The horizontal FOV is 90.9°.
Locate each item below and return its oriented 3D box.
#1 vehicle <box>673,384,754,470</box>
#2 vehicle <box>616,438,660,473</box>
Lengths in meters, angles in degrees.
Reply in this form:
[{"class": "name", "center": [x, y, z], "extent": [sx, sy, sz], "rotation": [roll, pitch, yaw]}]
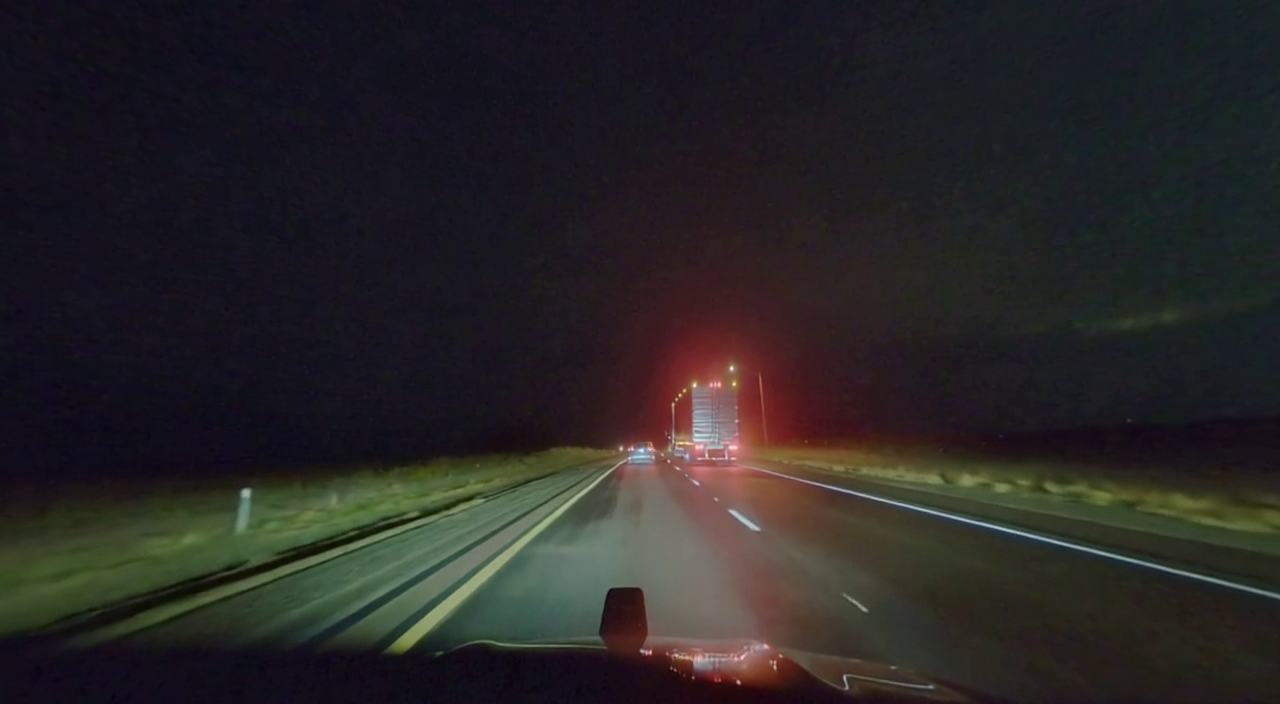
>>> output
[{"class": "vehicle", "center": [3.948, 4.793, 38.513], "extent": [2.929, 4.158, 15.921], "rotation": [0, -8, 0]}, {"class": "vehicle", "center": [-0.100, 4.973, 30.533], "extent": [1.968, 1.515, 4.025], "rotation": [0, -8, -1]}]
